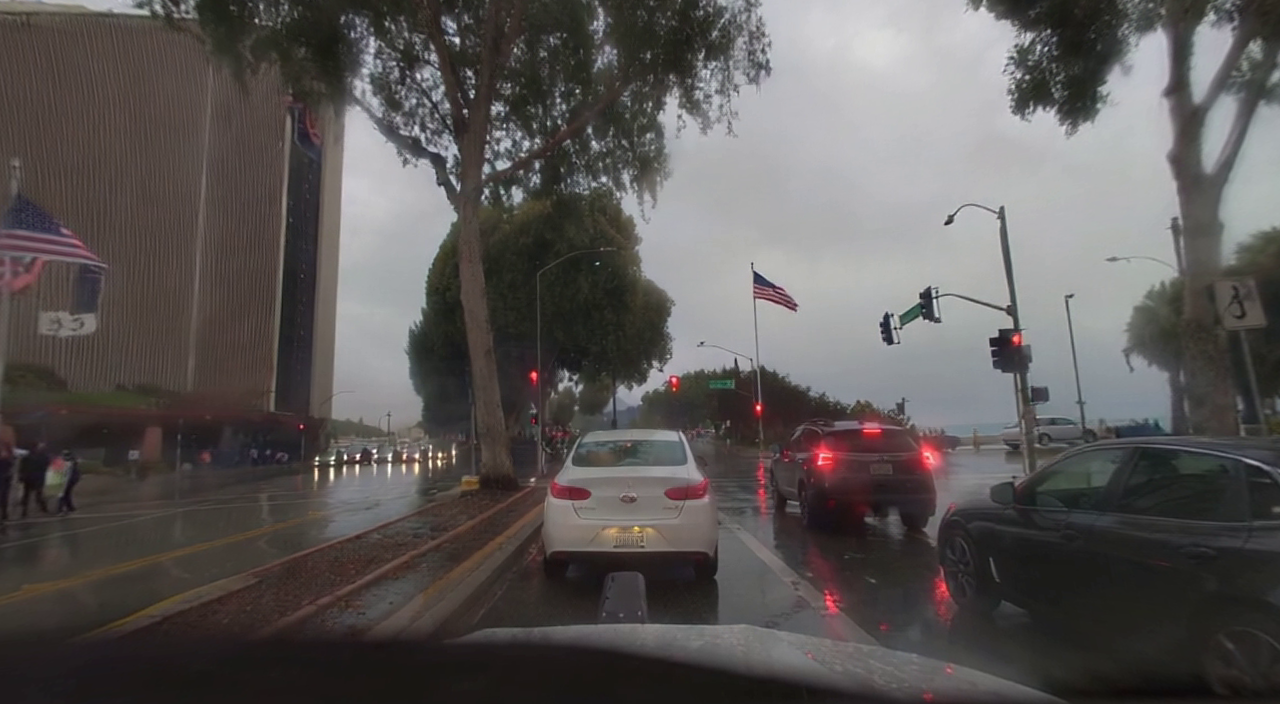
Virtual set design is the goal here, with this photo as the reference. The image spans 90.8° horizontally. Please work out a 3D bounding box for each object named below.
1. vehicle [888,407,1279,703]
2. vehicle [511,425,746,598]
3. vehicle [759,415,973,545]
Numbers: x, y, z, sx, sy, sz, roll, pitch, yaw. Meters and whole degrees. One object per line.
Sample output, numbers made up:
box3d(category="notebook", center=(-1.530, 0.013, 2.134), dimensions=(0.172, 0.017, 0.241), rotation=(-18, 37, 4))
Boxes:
box3d(category="vehicle", center=(3.383, 1.183, 4.012), dimensions=(1.833, 1.465, 4.258), rotation=(0, -8, -1))
box3d(category="vehicle", center=(-0.104, 1.706, 7.583), dimensions=(2.096, 1.521, 3.747), rotation=(0, -8, 0))
box3d(category="vehicle", center=(3.506, 2.084, 10.947), dimensions=(1.978, 1.738, 4.599), rotation=(0, -8, 0))
